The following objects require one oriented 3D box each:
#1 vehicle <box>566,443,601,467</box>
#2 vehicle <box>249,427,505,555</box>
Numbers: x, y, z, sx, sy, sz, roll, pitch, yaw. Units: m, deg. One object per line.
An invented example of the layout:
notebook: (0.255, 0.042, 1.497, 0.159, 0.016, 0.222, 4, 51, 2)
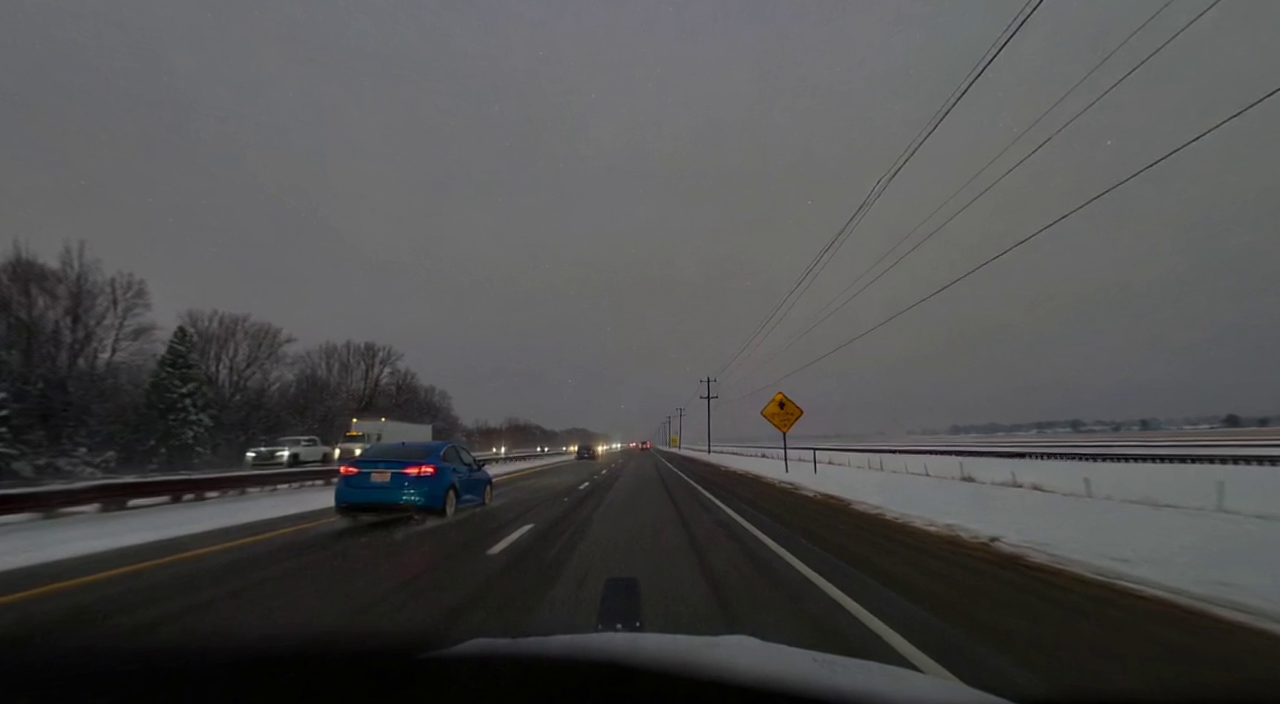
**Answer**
vehicle: (-3.803, 7.053, 43.254, 1.953, 1.517, 4.407, 0, -9, 1)
vehicle: (-3.862, 2.138, 10.462, 2.120, 1.597, 4.810, 0, -9, 1)
